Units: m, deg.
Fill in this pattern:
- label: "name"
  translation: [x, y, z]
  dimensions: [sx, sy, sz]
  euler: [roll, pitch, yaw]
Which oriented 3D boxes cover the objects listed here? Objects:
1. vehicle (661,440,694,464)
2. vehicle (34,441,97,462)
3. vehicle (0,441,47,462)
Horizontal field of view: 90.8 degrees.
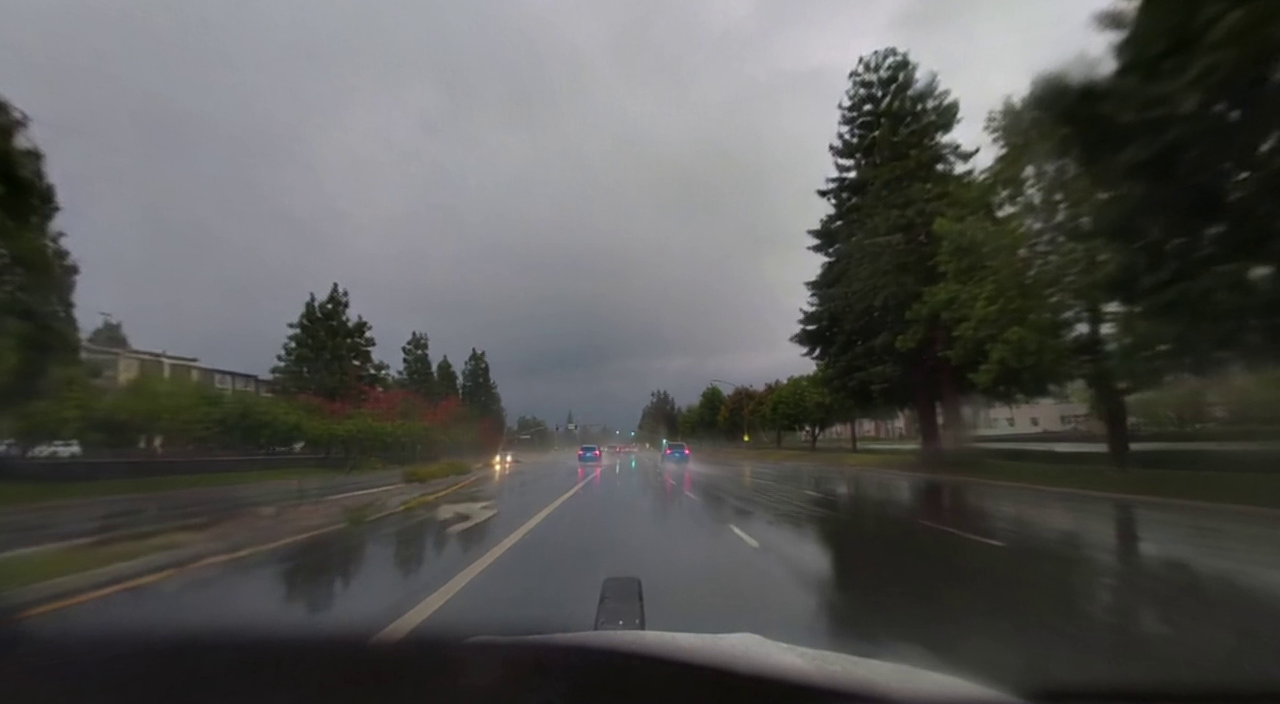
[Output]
- label: "vehicle"
  translation: [2.813, 7.553, 47.961]
  dimensions: [2.072, 1.696, 4.177]
  euler: [0, -8, -2]
- label: "vehicle"
  translation: [-45.117, 7.833, 49.613]
  dimensions: [3.379, 1.375, 1.601]
  euler: [-4, -9, -1]
- label: "vehicle"
  translation: [-44.604, 6.943, 44.128]
  dimensions: [4.295, 1.423, 1.971]
  euler: [0, -8, 1]
